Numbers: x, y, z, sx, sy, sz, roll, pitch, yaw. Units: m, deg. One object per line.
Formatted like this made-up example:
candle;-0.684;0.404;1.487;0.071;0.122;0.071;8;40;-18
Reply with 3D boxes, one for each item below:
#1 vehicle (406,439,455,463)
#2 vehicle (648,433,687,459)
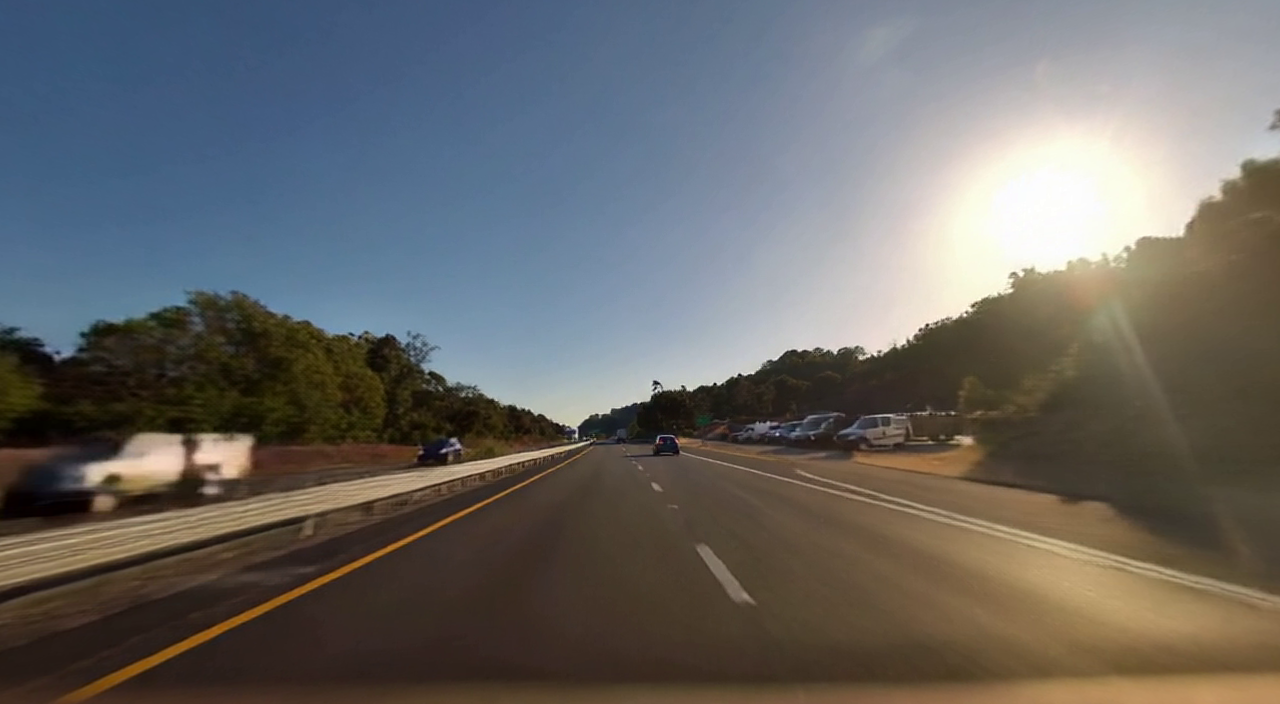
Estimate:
vehicle;-14.652;6.899;44.173;1.944;1.540;4.721;0;-8;-2
vehicle;1.584;5.669;38.101;2.037;1.504;4.248;0;-8;-2
